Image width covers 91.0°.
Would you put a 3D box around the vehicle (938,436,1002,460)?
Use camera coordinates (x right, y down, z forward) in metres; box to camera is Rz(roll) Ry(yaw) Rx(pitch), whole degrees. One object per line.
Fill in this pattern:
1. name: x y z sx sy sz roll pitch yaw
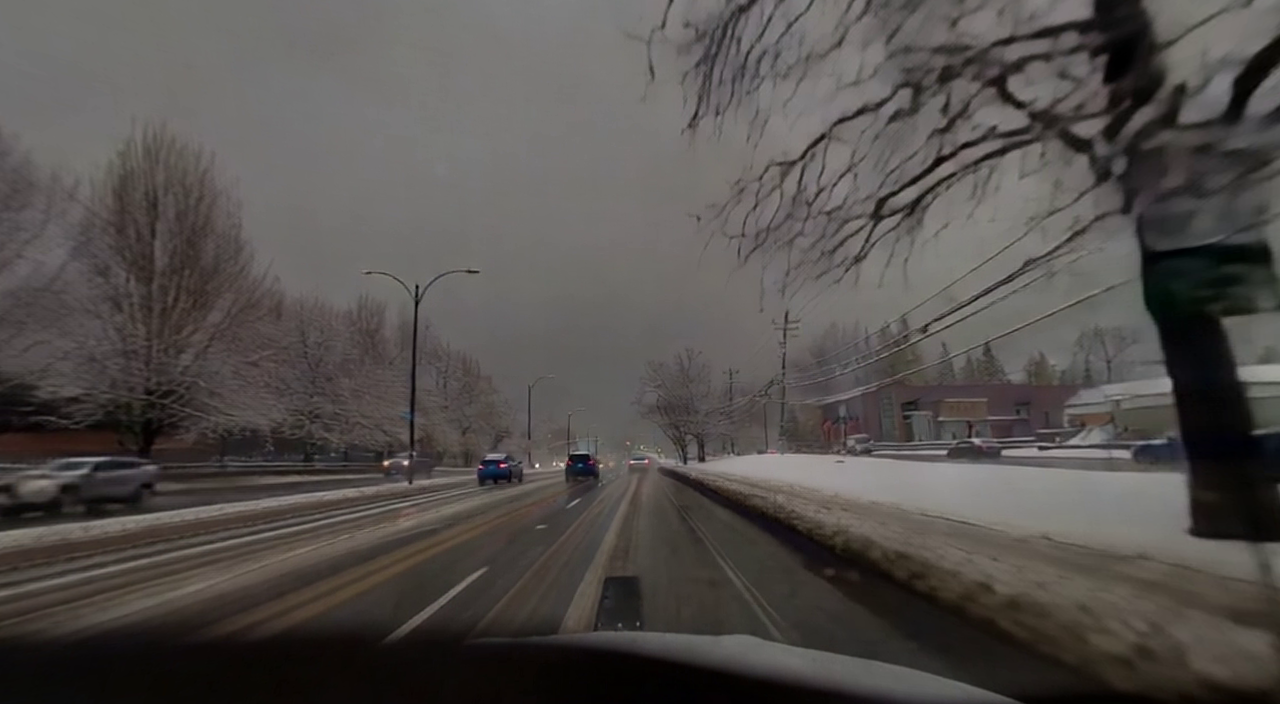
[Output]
1. vehicle: 22.053 6.449 42.308 1.884 1.532 4.745 0 -9 3

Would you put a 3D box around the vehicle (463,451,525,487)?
1. vehicle: -7.130 5.725 31.150 1.932 1.596 4.247 0 -8 1

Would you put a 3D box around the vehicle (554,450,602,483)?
1. vehicle: -3.395 6.354 35.205 2.085 1.663 4.513 0 -8 1

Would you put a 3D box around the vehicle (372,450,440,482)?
1. vehicle: -15.658 7.646 42.571 2.276 1.956 5.850 0 -8 0

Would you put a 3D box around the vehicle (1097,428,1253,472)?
1. vehicle: 20.596 3.785 24.583 1.941 1.485 4.755 2 -8 0

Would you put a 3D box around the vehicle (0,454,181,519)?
1. vehicle: -15.836 3.691 17.866 1.969 1.503 4.797 1 -8 0
